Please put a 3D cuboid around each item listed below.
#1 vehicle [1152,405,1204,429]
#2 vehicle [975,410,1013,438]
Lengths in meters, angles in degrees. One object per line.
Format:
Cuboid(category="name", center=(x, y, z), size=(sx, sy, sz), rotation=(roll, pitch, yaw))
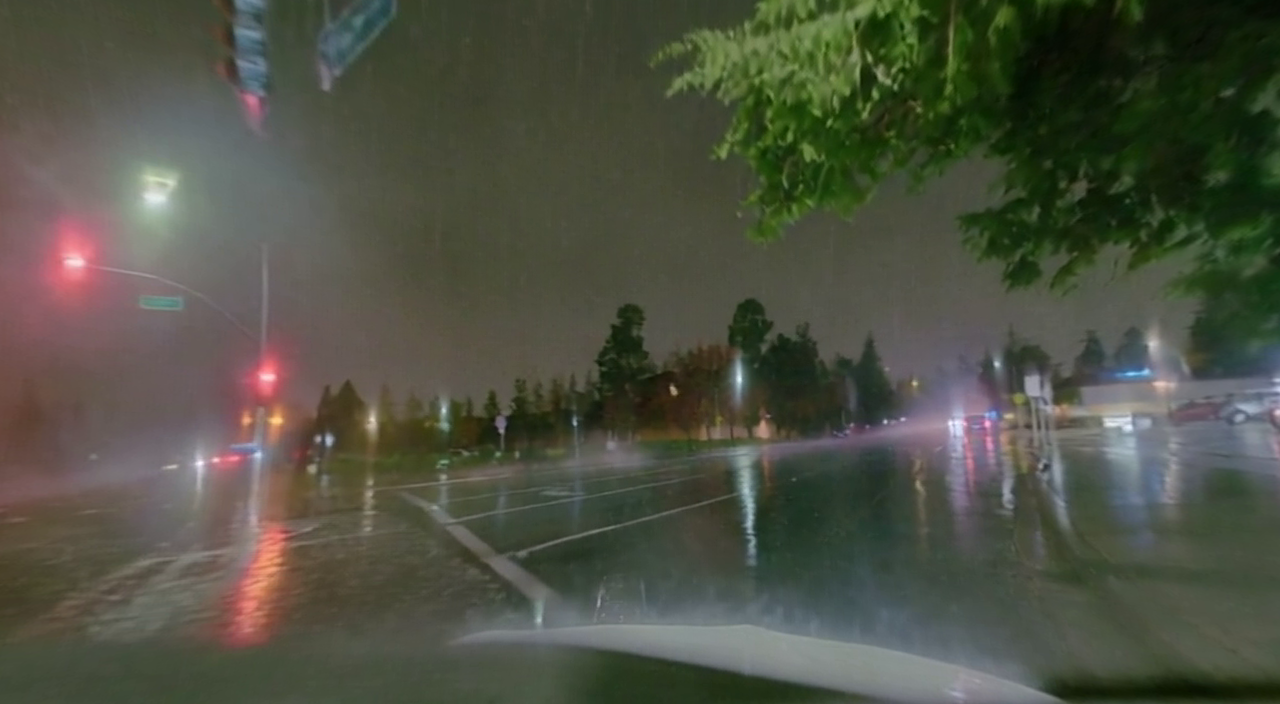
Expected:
Cuboid(category="vehicle", center=(35.721, 4.368, 42.057), size=(1.919, 1.411, 4.440), rotation=(-6, -10, 32))
Cuboid(category="vehicle", center=(26.935, 5.526, 48.007), size=(2.194, 1.896, 5.049), rotation=(-5, -10, 31))
